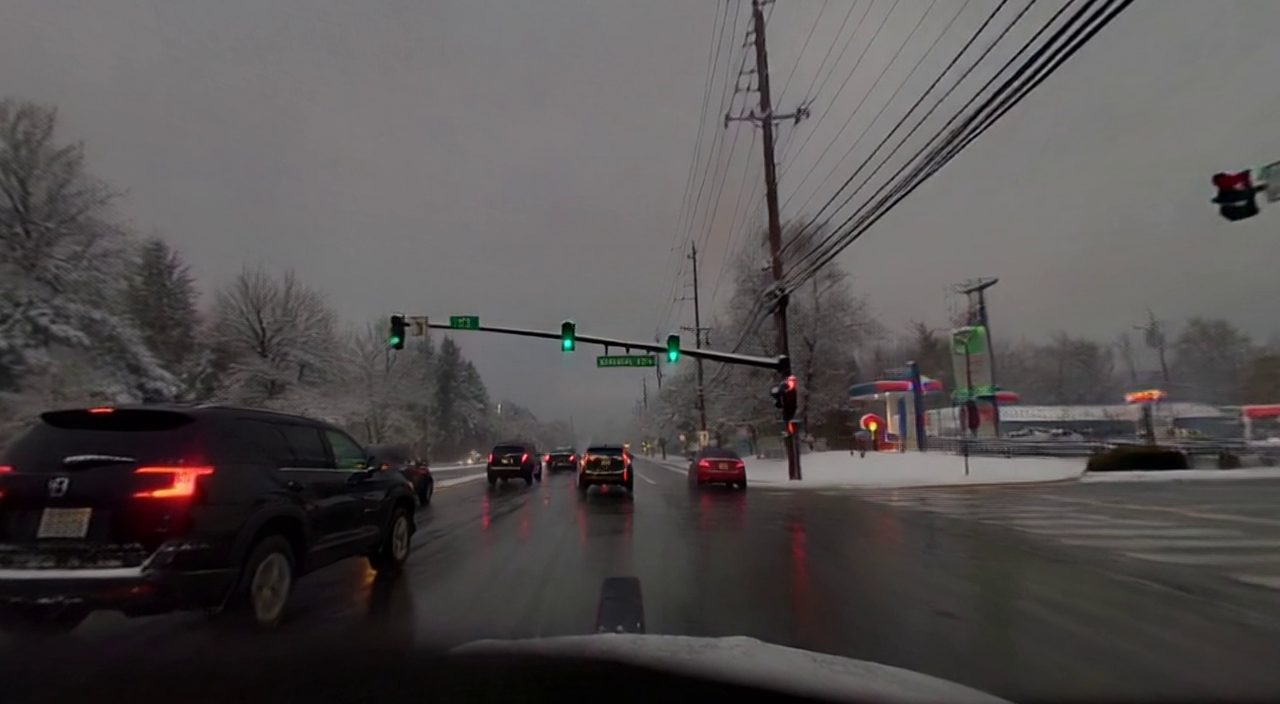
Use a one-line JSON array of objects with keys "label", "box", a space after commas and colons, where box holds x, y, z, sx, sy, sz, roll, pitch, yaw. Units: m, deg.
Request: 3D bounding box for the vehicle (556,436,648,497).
[{"label": "vehicle", "box": [-0.949, 3.067, 17.291, 2.189, 1.437, 4.135, 0, -9, -1]}]

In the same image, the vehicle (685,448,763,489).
[{"label": "vehicle", "box": [2.843, 4.056, 22.428, 2.065, 1.302, 4.416, 0, -9, -1]}]

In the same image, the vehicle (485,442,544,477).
[{"label": "vehicle", "box": [-7.243, 6.256, 37.076, 2.385, 1.918, 5.056, 0, -9, 0]}]

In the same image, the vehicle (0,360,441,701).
[{"label": "vehicle", "box": [-3.370, 1.193, 5.378, 1.922, 1.642, 4.547, 0, -9, -1]}]
